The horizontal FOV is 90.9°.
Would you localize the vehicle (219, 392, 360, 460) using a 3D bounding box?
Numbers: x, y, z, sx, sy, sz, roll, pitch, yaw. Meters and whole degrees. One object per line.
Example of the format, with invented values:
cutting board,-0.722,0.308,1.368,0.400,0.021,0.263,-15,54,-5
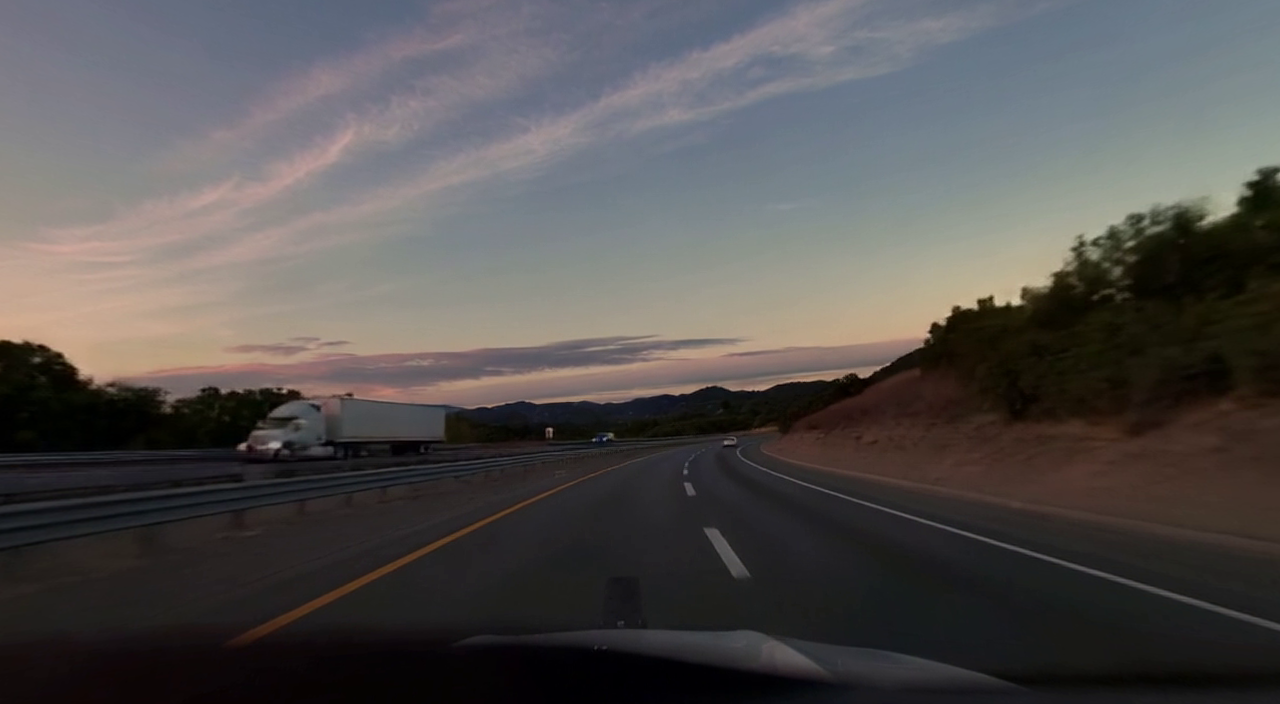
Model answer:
vehicle,-22.038,4.904,40.573,3.027,3.888,9.085,-1,-9,6
